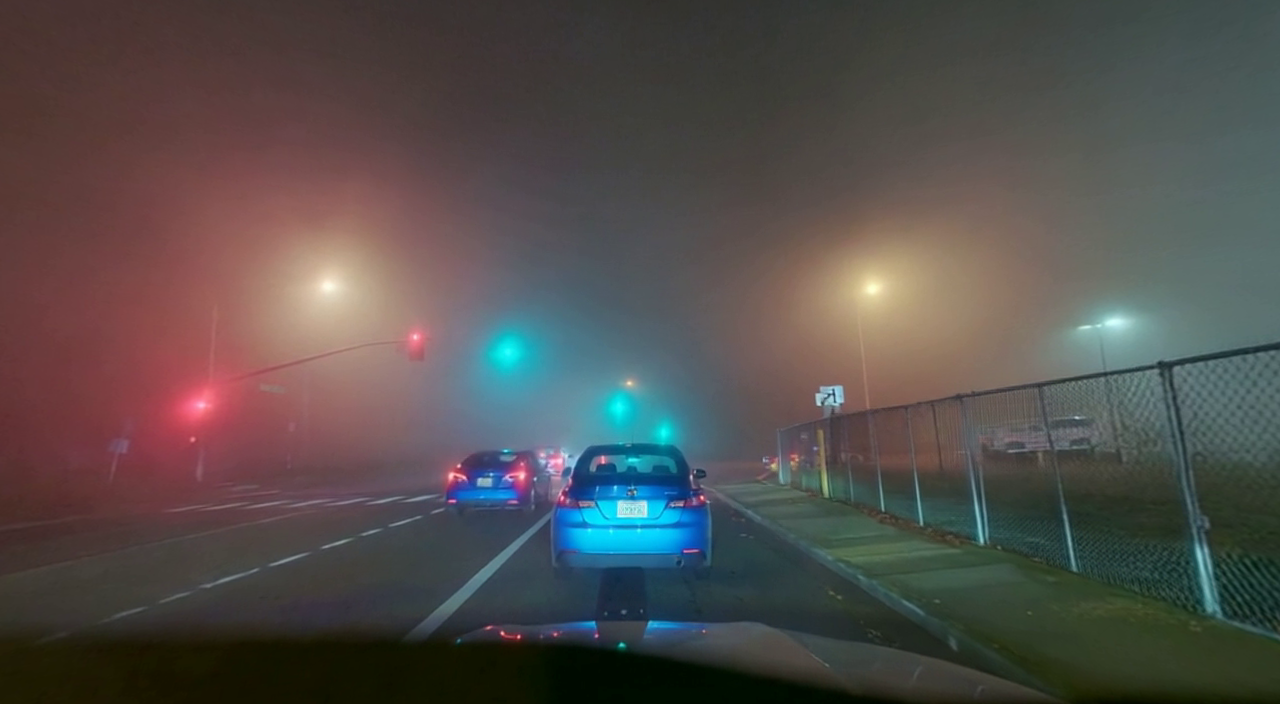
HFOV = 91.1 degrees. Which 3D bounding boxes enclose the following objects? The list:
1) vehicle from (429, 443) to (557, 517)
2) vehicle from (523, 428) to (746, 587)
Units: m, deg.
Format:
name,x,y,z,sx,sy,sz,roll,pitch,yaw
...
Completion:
name,x,y,z,sx,sy,sz,roll,pitch,yaw
vehicle,-3.272,2.946,15.046,1.971,1.488,4.581,0,-9,0
vehicle,-0.080,1.808,8.157,2.144,1.514,4.063,0,-9,-1
